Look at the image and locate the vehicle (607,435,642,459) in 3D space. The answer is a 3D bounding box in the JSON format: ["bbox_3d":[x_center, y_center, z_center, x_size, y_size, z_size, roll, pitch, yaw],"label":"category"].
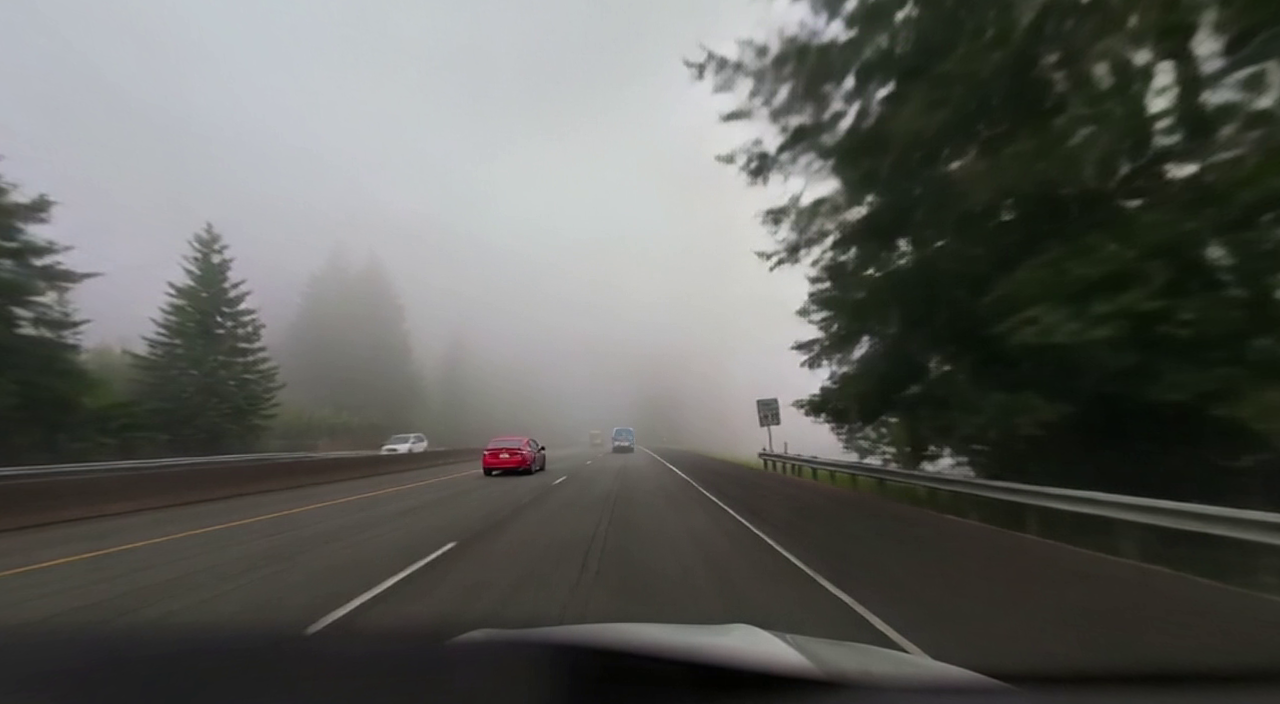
[{"bbox_3d":[-0.972,6.154,41.098,2.162,1.460,4.242,0,-8,0],"label":"vehicle"}]

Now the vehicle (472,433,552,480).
[{"bbox_3d":[-4.274,3.534,21.650,1.907,1.445,4.049,0,-8,0],"label":"vehicle"}]
